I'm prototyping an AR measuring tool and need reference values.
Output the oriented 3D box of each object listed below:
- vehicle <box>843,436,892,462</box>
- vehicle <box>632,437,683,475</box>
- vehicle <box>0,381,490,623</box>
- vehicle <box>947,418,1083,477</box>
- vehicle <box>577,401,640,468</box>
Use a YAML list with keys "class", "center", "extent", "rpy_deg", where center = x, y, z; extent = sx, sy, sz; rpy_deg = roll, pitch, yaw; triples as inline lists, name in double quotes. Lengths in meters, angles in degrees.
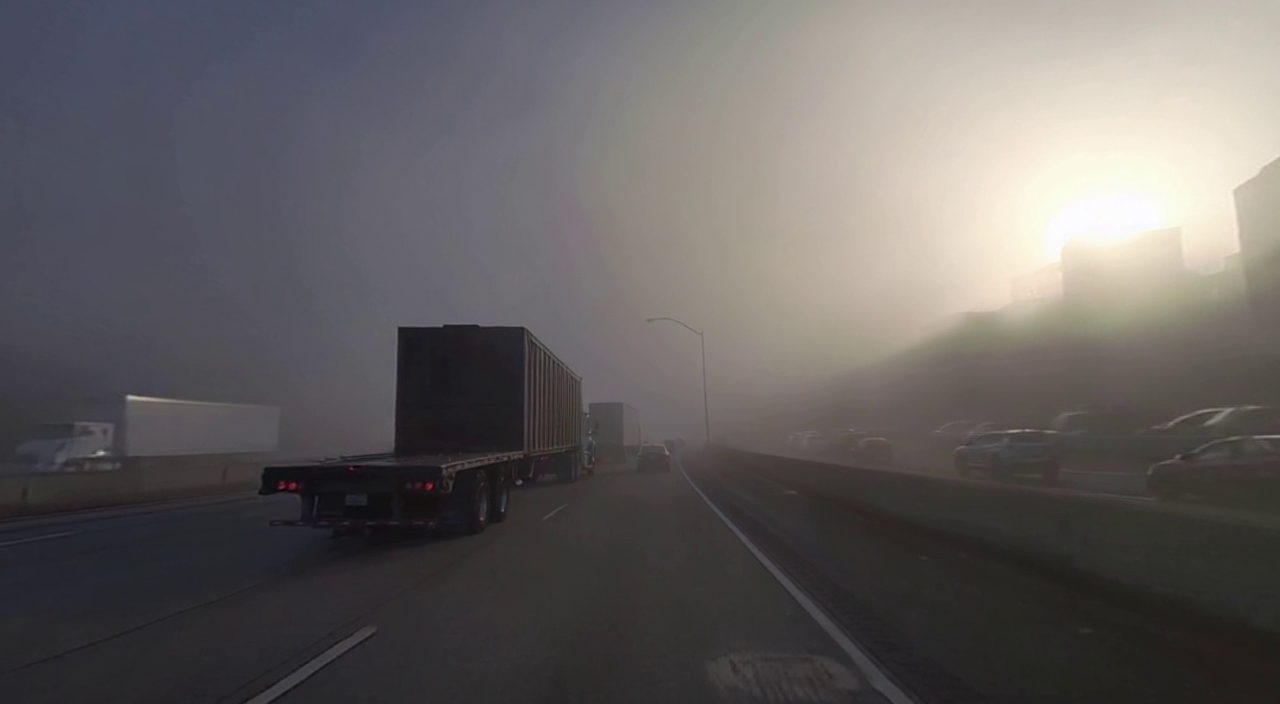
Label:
- class: "vehicle"
  center: [15.755, 6.777, 43.936]
  extent: [2.022, 1.675, 4.792]
  rpy_deg: [-1, -9, 6]
- class: "vehicle"
  center: [0.847, 4.804, 29.228]
  extent: [2.178, 1.640, 4.071]
  rpy_deg: [-1, -9, 3]
- class: "vehicle"
  center: [-3.400, 1.357, 6.472]
  extent: [2.896, 1.779, 3.441]
  rpy_deg: [1, -8, -1]
- class: "vehicle"
  center: [14.619, 3.798, 25.091]
  extent: [2.186, 2.074, 5.586]
  rpy_deg: [-1, -9, 3]
- class: "vehicle"
  center: [-1.872, 5.535, 41.819]
  extent: [3.073, 3.894, 9.782]
  rpy_deg: [-1, -9, 3]
